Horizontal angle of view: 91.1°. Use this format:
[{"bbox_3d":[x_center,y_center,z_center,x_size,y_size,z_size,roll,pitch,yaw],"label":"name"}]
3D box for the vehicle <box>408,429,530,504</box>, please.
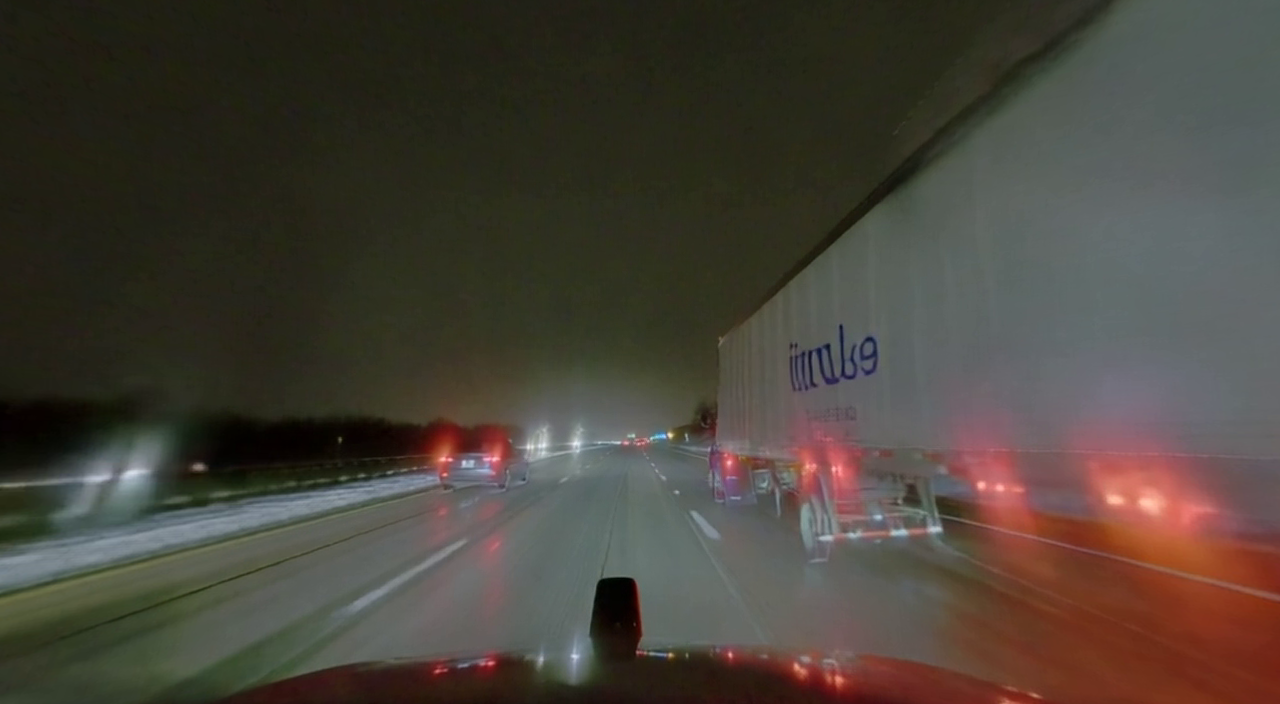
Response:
[{"bbox_3d":[-4.250,2.916,16.491,2.063,1.661,4.439,1,-8,-2],"label":"vehicle"}]
